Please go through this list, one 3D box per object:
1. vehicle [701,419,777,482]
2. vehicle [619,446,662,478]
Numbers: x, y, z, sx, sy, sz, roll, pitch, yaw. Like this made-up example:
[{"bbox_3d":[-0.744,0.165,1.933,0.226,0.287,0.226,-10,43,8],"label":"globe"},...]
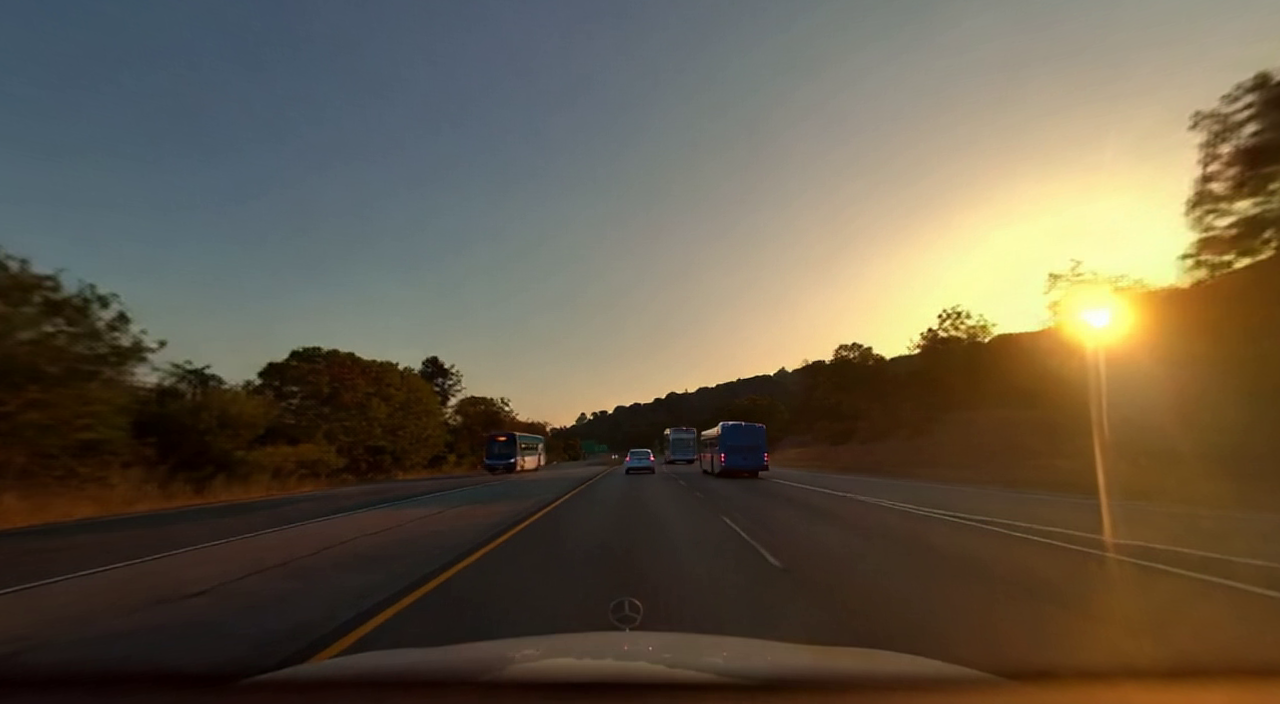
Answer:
[{"bbox_3d":[4.354,4.507,28.888,2.440,2.555,5.957,0,-9,0],"label":"vehicle"},{"bbox_3d":[0.017,5.387,30.999,2.004,1.449,3.817,0,-9,0],"label":"vehicle"}]
